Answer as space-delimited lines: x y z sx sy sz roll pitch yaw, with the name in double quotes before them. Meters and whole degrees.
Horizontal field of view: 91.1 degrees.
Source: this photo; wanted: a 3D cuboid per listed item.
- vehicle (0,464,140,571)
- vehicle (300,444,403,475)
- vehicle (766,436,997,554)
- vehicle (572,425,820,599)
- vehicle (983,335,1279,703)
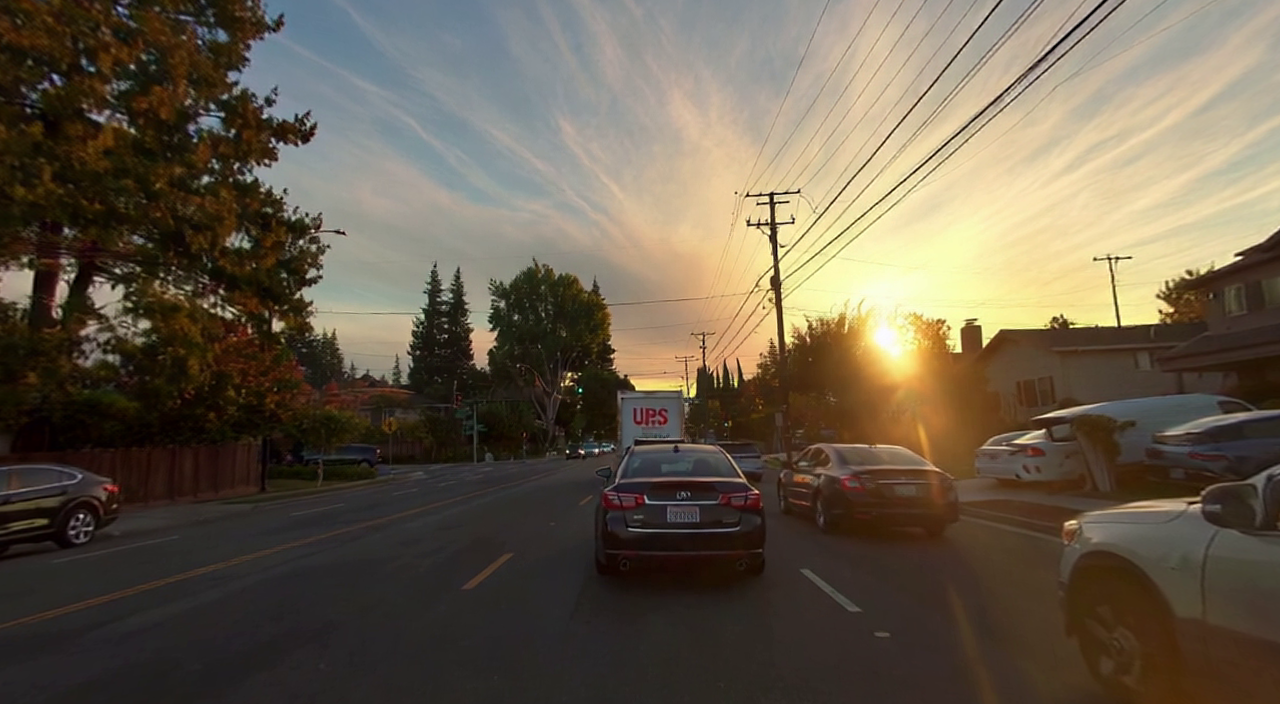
"vehicle" -10.343 2.479 9.289 1.925 1.482 4.753 0 -8 1
"vehicle" -17.433 6.494 38.110 5.274 1.793 1.921 0 -8 2
"vehicle" 3.519 2.152 10.275 1.993 1.479 4.487 0 -8 0
"vehicle" 0.483 1.727 7.741 2.158 1.499 4.377 0 -8 0
"vehicle" 3.317 0.735 1.752 2.069 1.722 4.888 0 -8 2
